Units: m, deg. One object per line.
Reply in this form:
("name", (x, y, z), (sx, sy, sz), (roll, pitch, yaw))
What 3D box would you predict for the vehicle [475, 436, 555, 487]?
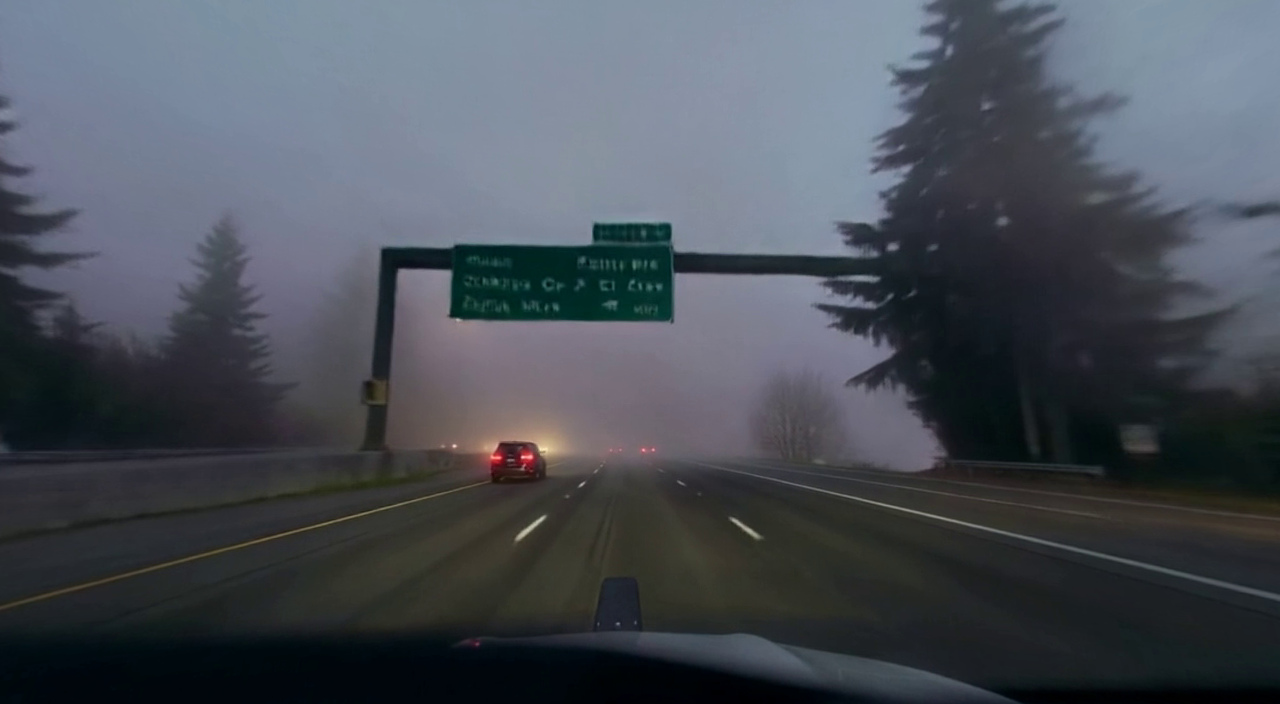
("vehicle", (-4.294, 3.839, 22.219), (2.071, 1.615, 3.868), (0, -9, 0))
